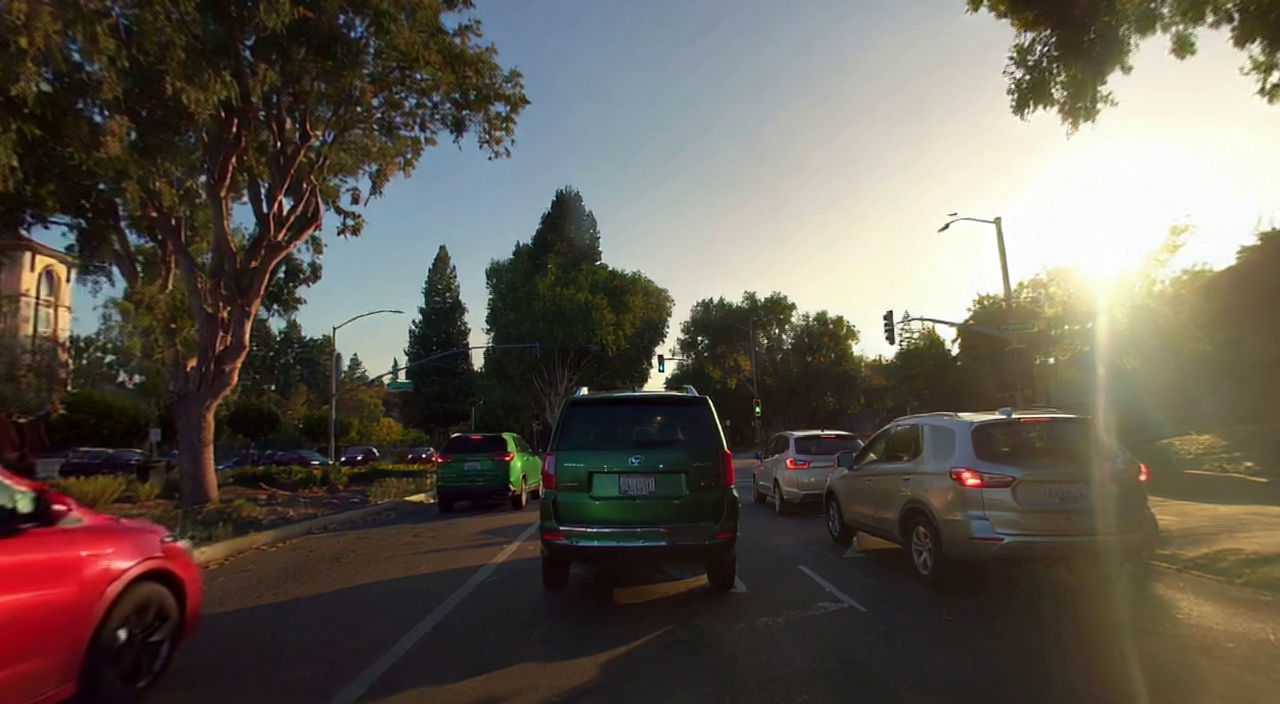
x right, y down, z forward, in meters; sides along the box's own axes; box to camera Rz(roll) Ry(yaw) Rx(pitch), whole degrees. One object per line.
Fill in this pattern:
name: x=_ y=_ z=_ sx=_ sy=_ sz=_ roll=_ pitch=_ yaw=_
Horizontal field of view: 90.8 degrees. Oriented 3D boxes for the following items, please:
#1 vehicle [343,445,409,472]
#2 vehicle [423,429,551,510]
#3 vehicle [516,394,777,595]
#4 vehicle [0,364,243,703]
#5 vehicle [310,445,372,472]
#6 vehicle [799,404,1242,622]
vehicle: x=-18.073 y=7.296 z=43.563 sx=2.211 sy=1.694 sz=5.157 roll=0 pitch=-9 yaw=1
vehicle: x=-3.424 y=2.716 z=14.992 sx=1.961 sy=1.639 sz=4.064 roll=0 pitch=-9 yaw=1
vehicle: x=0.028 y=1.547 z=7.595 sx=2.294 sy=1.761 sz=3.857 roll=0 pitch=-9 yaw=-1
vehicle: x=-3.408 y=0.720 z=1.451 sx=2.065 sy=1.603 sz=4.459 roll=0 pitch=-9 yaw=0
vehicle: x=-22.151 y=7.895 z=47.087 sx=1.993 sy=1.844 sz=5.316 roll=0 pitch=-9 yaw=0
vehicle: x=3.470 y=1.554 z=7.058 sx=2.202 sy=1.657 sz=4.298 roll=0 pitch=-9 yaw=-1
